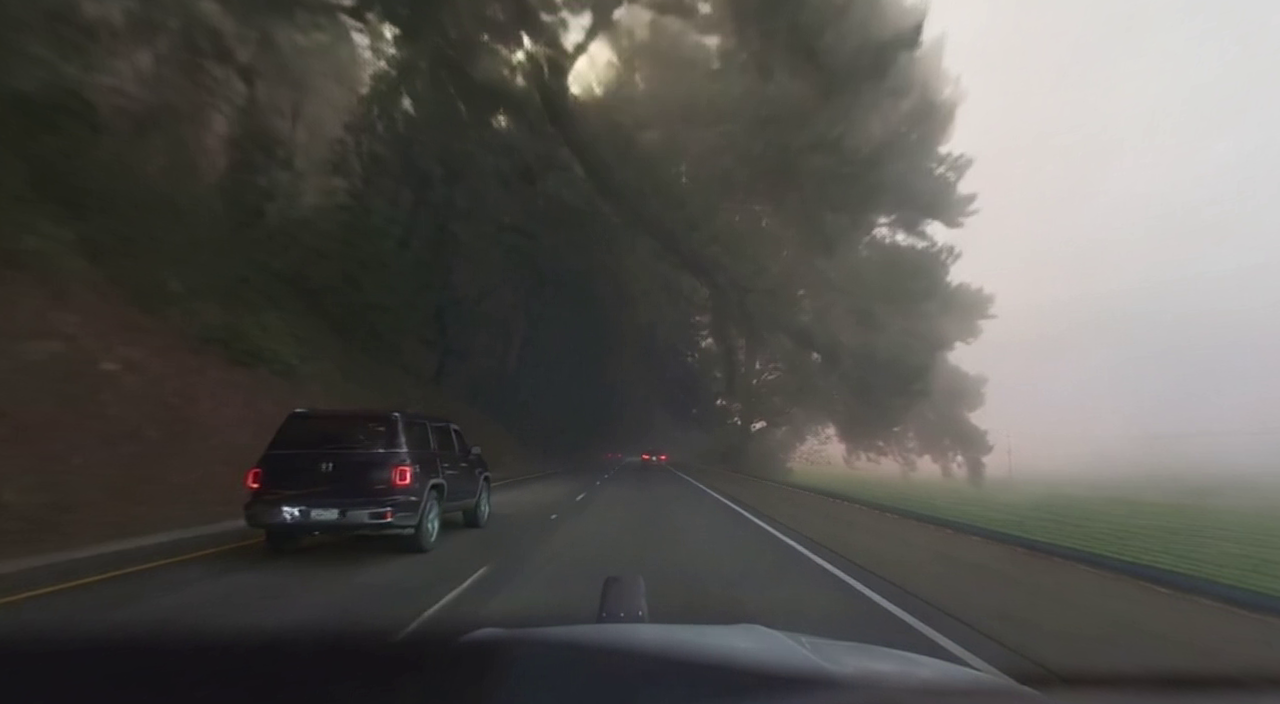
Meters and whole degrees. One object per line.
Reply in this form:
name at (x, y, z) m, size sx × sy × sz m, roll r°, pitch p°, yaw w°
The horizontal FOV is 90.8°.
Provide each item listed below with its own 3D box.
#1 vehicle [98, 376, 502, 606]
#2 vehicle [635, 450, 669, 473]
vehicle at (-3.589, 1.603, 8.189) m, size 2.418 × 2.049 × 4.930 m, roll 0°, pitch -9°, yaw 0°
vehicle at (0.751, 7.417, 43.117) m, size 2.046 × 1.452 × 4.407 m, roll 0°, pitch -9°, yaw -2°
